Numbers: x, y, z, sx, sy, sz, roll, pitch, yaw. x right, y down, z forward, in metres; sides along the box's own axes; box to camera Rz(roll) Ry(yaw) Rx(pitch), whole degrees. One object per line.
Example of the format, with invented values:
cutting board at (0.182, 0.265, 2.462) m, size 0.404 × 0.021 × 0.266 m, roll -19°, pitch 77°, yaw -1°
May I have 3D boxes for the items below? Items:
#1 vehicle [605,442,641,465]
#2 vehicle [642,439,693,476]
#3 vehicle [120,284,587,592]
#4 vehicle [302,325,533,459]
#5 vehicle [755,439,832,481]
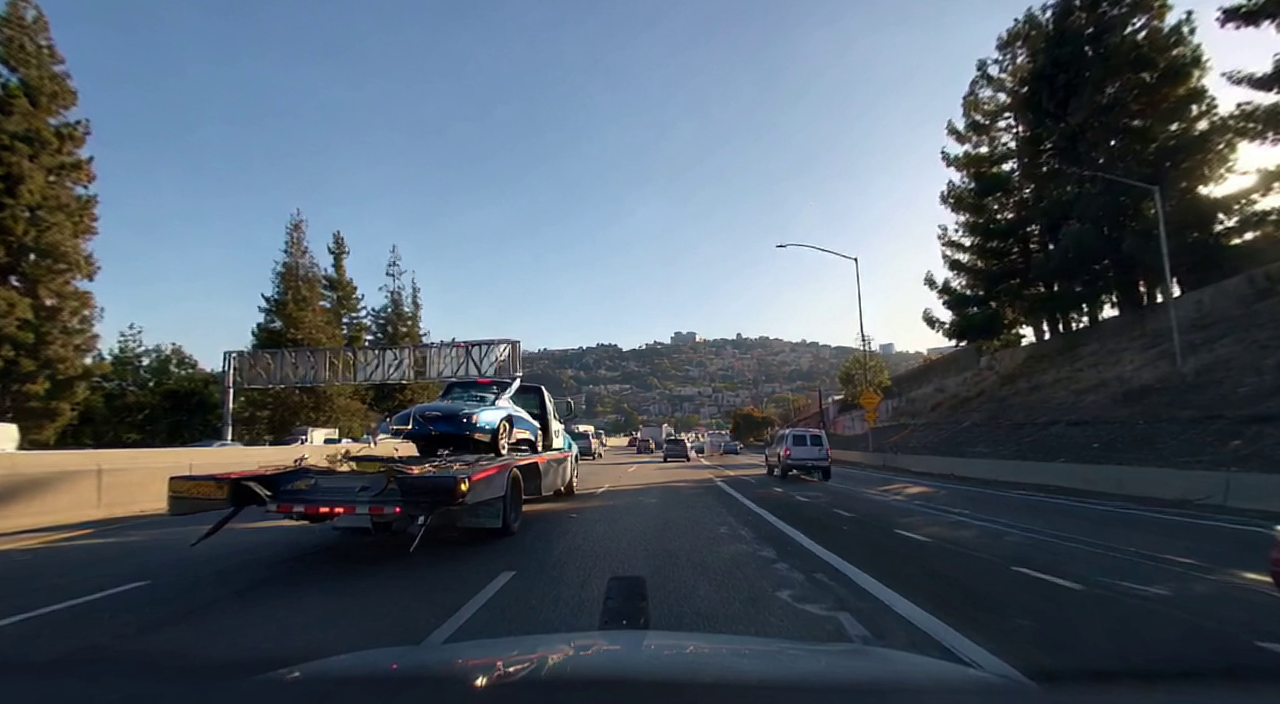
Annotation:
vehicle at (-1.096, 6.759, 42.216) m, size 2.016 × 1.450 × 4.310 m, roll -1°, pitch -8°, yaw 4°
vehicle at (1.221, 4.591, 27.647) m, size 2.079 × 1.499 × 3.915 m, roll 0°, pitch -8°, yaw 3°
vehicle at (-3.170, 1.532, 11.239) m, size 3.162 × 2.955 × 10.282 m, roll 0°, pitch -8°, yaw 2°
vehicle at (-3.171, 0.837, 10.256) m, size 1.893 × 1.674 × 4.766 m, roll 0°, pitch -8°, yaw 1°
vehicle at (6.378, 4.520, 26.832) m, size 2.075 × 1.614 × 4.682 m, roll 0°, pitch -8°, yaw 0°
